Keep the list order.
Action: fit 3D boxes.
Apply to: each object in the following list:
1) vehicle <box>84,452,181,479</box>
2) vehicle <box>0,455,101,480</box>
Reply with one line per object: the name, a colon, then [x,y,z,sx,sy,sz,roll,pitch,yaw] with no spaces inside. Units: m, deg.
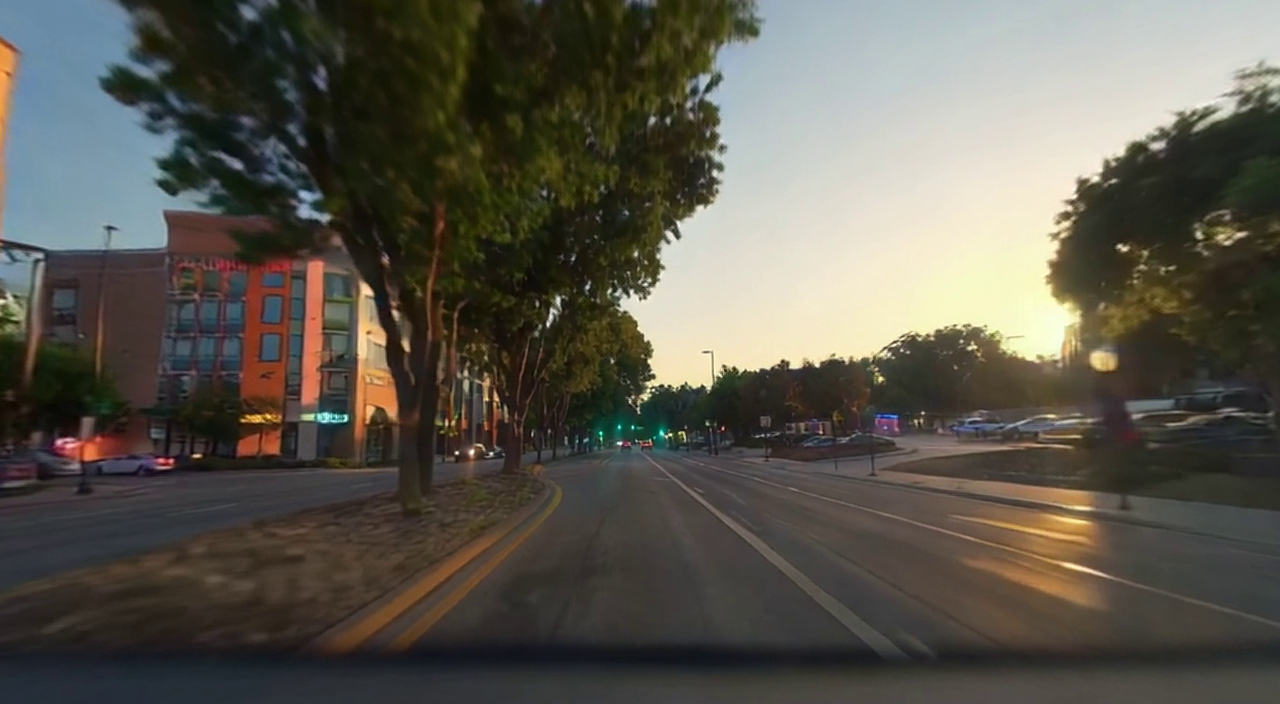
vehicle: [-32.041,7.152,39.951,4.486,1.614,1.950,-1,-8,4]
vehicle: [-37.413,7.327,40.131,4.639,1.484,1.789,0,-8,0]
